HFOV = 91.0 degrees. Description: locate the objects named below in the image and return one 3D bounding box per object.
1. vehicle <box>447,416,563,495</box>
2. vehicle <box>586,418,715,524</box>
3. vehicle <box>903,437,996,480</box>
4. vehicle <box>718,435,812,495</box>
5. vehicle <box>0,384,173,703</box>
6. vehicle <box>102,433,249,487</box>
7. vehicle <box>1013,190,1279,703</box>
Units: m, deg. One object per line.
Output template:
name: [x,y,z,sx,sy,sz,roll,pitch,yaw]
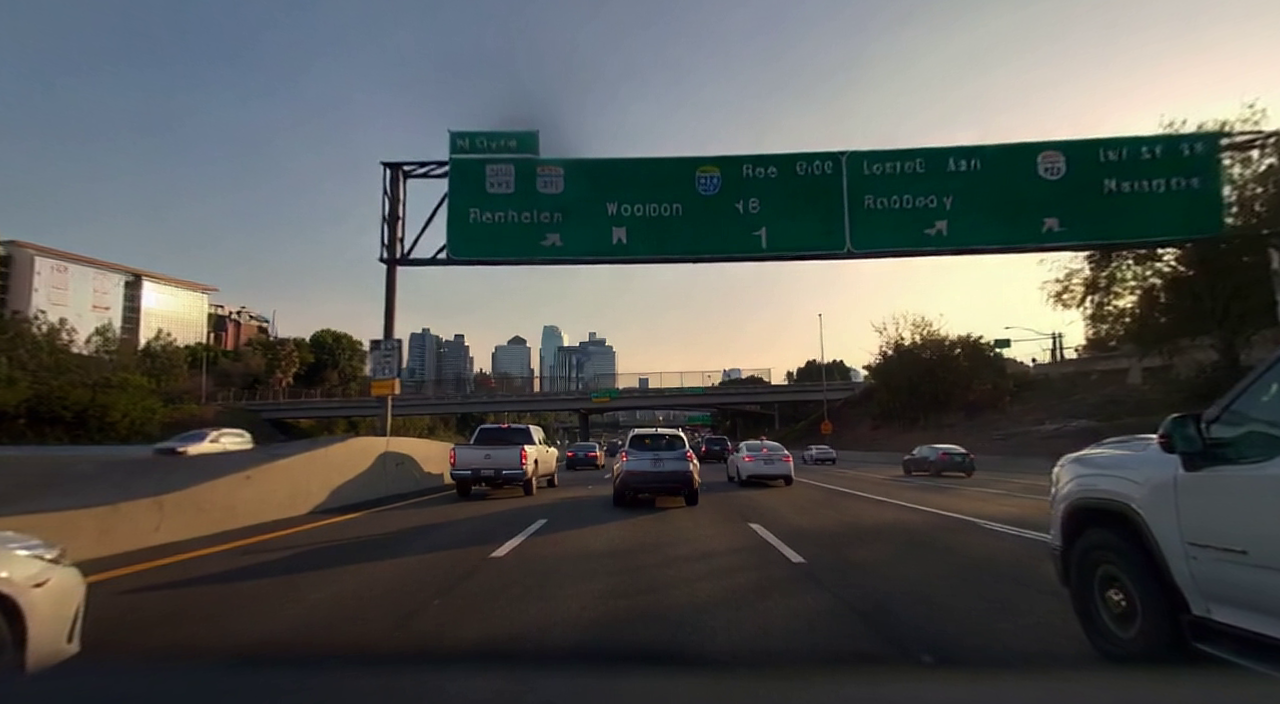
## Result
vehicle: [-4.055,3.259,20.178,2.212,2.101,6.052,0,-9,1]
vehicle: [0.219,2.337,12.850,2.181,1.756,4.167,0,-9,1]
vehicle: [13.856,4.782,28.513,2.085,1.754,4.466,0,-9,3]
vehicle: [3.719,3.458,19.687,2.022,1.633,4.651,0,-8,0]
vehicle: [-3.749,0.706,1.197,2.014,1.579,4.761,0,-9,1]
vehicle: [-18.416,4.292,25.346,2.090,1.916,4.843,0,-8,1]
vehicle: [3.548,0.367,1.313,2.300,2.242,5.327,0,-9,1]
